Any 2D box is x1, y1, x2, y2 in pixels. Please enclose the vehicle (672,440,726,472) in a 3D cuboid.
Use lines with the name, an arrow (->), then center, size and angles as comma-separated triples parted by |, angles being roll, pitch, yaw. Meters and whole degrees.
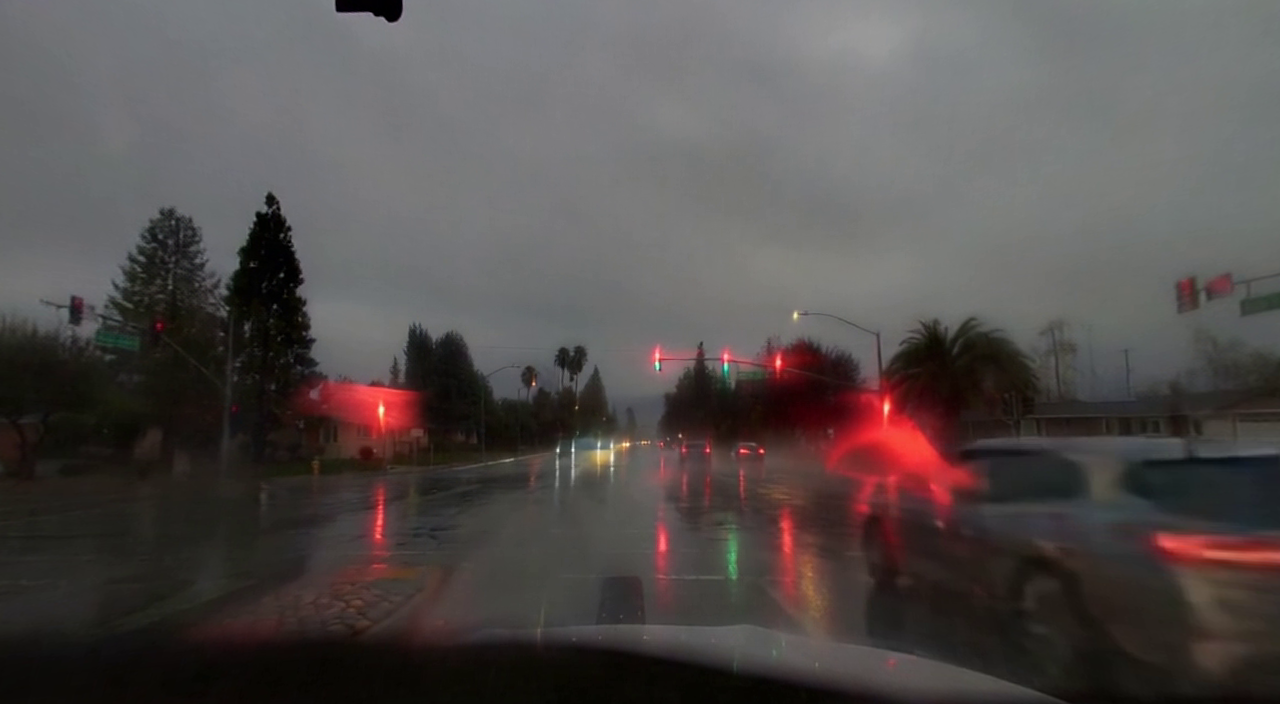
vehicle -> 2.887, 5.223, 31.986 | 2.142, 1.506, 4.948 | 0, -9, -1

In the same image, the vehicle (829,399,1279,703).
vehicle -> 3.043, 1.235, 4.493 | 1.947, 1.467, 4.455 | 0, -9, -1

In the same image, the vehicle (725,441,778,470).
vehicle -> 6.180, 5.801, 35.597 | 2.074, 1.530, 4.565 | 0, -9, -1

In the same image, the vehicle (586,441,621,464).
vehicle -> -2.384, 6.714, 42.286 | 2.045, 1.484, 3.991 | 0, -9, 0
